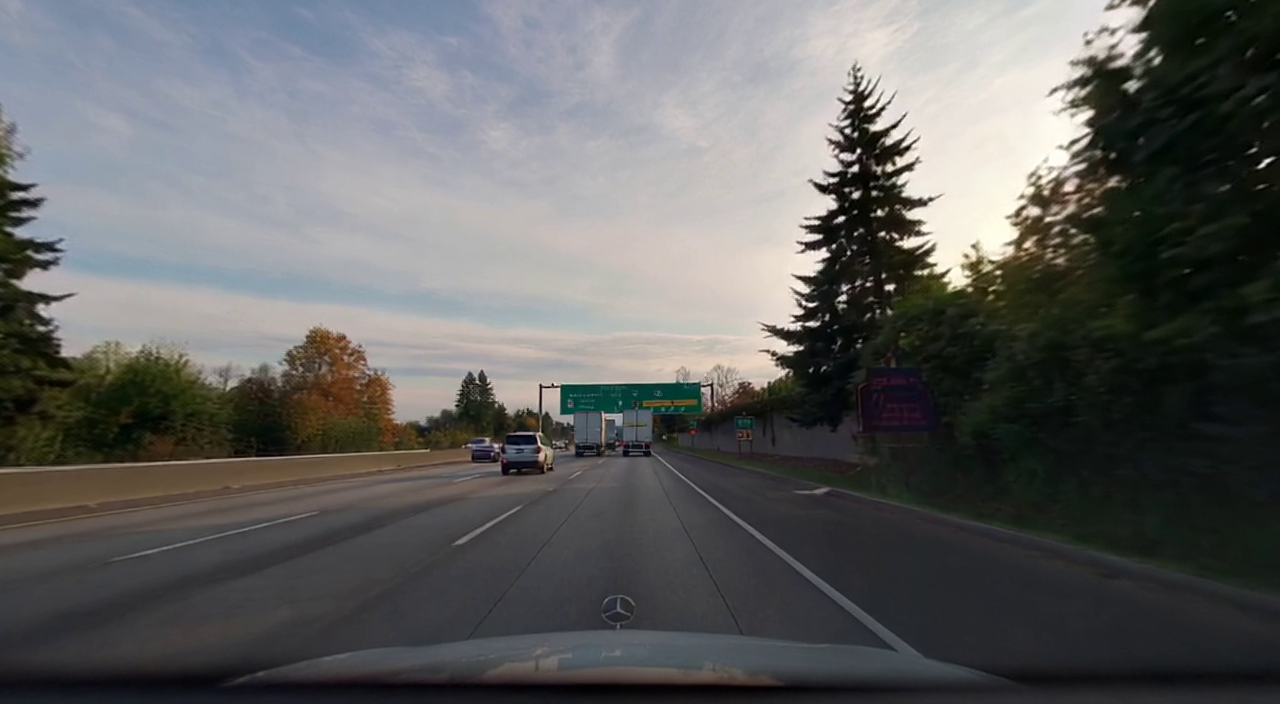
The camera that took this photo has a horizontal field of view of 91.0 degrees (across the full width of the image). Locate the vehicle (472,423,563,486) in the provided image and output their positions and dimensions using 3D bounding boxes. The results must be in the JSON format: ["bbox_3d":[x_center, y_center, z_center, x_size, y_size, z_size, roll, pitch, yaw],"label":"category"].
[{"bbox_3d":[-3.947,3.404,21.266,2.127,1.839,4.984,0,-8,-1],"label":"vehicle"}]
